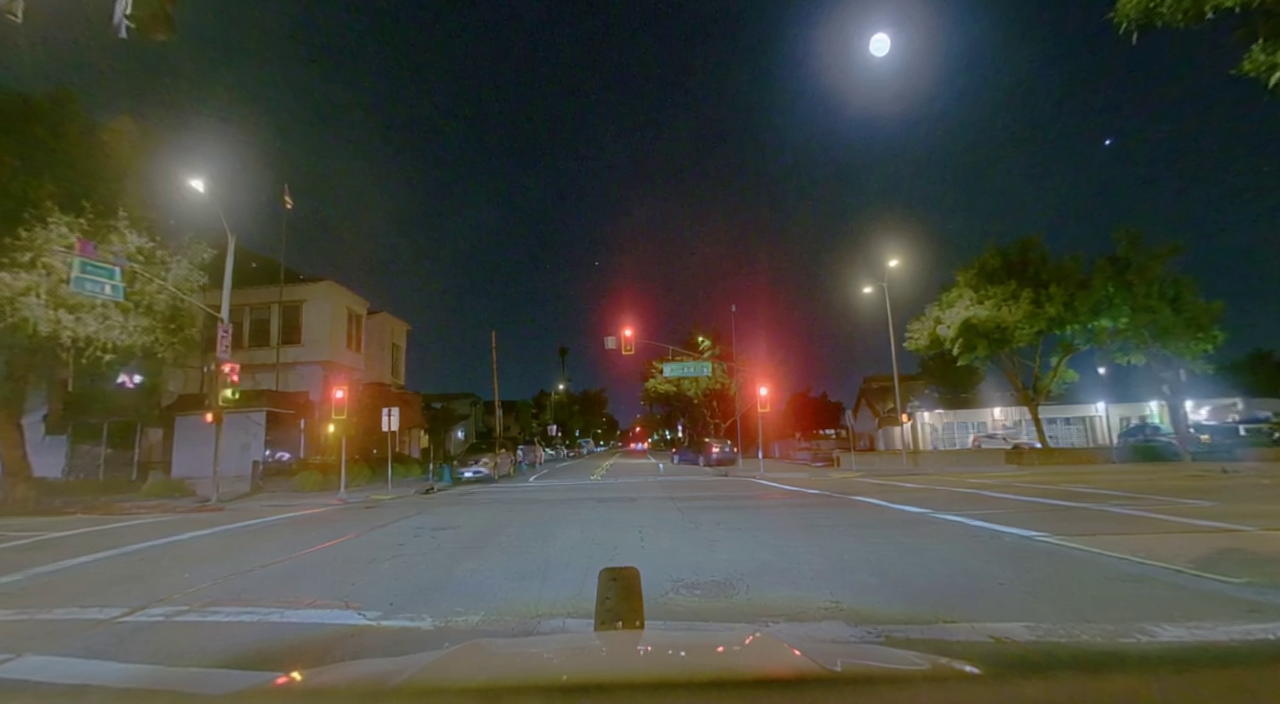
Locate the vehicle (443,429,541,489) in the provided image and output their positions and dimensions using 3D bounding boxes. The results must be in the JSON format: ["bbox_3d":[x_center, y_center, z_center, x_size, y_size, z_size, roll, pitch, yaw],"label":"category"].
[{"bbox_3d":[-6.500,4.836,28.969,2.896,2.339,7.322,0,-9,-1],"label":"vehicle"}]

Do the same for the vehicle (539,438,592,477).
[{"bbox_3d":[-3.645,5.279,31.919,2.120,1.783,4.788,0,-9,0],"label":"vehicle"}]

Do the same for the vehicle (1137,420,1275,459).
[{"bbox_3d":[33.263,5.165,37.236,5.969,2.149,2.331,0,-9,-3],"label":"vehicle"}]

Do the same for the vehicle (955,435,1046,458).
[{"bbox_3d":[24.969,6.554,43.833,5.172,1.515,1.851,0,-9,-2],"label":"vehicle"}]

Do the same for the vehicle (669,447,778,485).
[{"bbox_3d":[3.505,4.861,27.385,2.056,1.493,4.535,7,-11,-38],"label":"vehicle"}]
